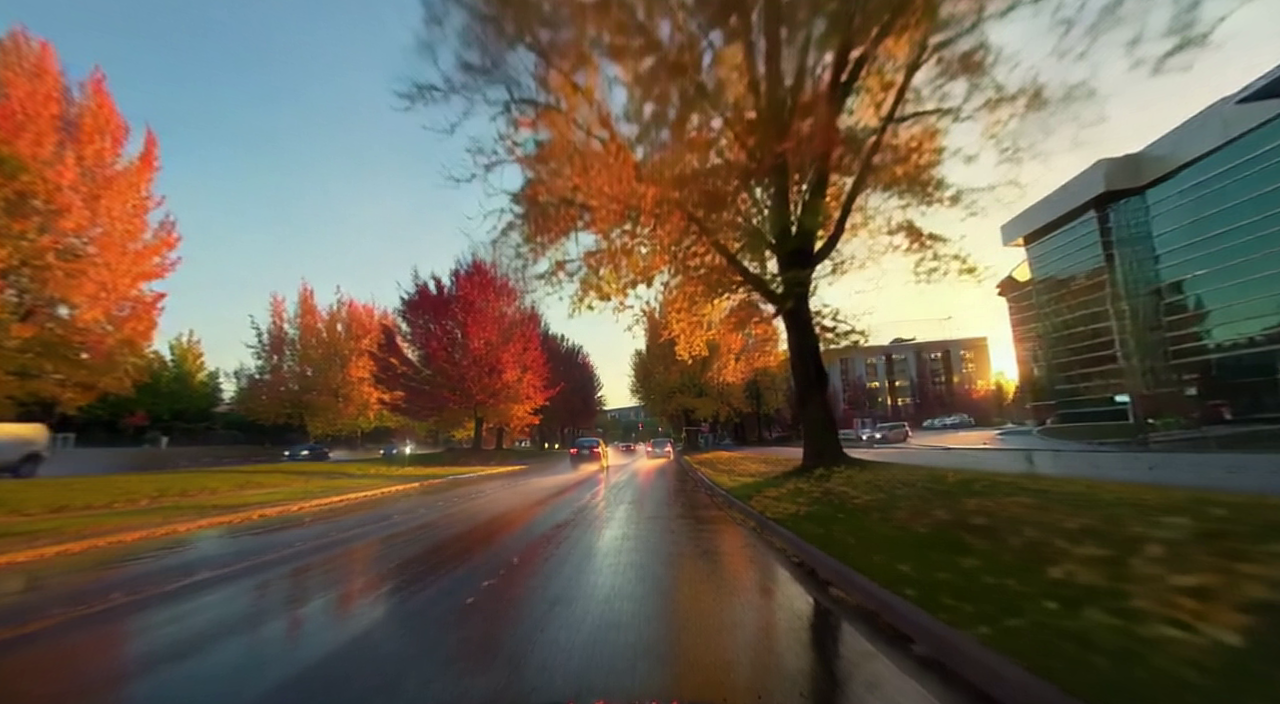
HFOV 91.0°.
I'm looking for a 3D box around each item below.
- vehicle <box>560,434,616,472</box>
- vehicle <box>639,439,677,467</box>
[{"bbox_3d":[-2.404,4.834,30.335,2.197,1.709,4.069,0,-8,2],"label":"vehicle"},{"bbox_3d":[1.011,5.631,35.343,2.040,1.493,3.682,0,-8,1],"label":"vehicle"}]
